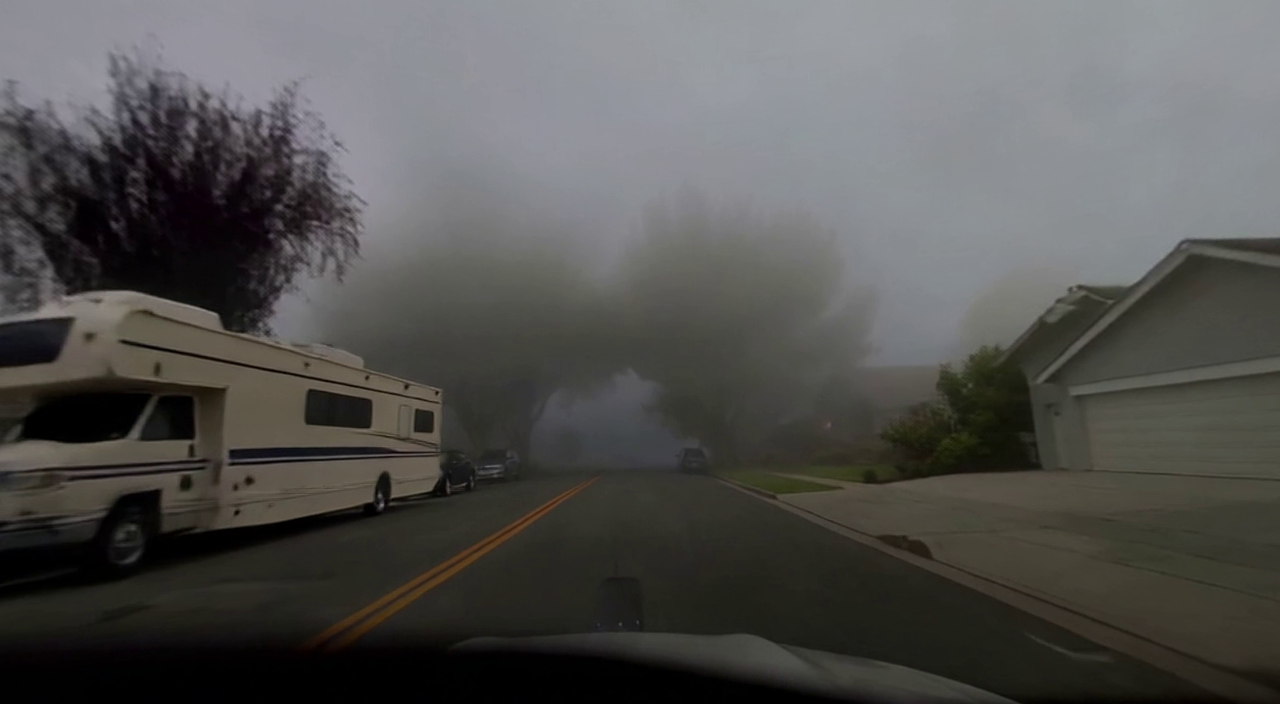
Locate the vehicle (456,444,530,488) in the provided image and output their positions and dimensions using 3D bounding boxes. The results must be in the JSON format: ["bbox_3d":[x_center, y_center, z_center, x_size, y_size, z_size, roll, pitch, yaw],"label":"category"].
[{"bbox_3d":[-6.982,5.422,30.608,2.225,1.817,5.731,-3,-8,0],"label":"vehicle"}]

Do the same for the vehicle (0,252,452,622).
[{"bbox_3d":[-6.917,1.712,11.839,3.103,3.479,11.801,-1,-9,0],"label":"vehicle"}]

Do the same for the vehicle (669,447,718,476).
[{"bbox_3d":[2.912,6.046,35.305,2.167,1.479,4.597,0,-8,-2],"label":"vehicle"}]
